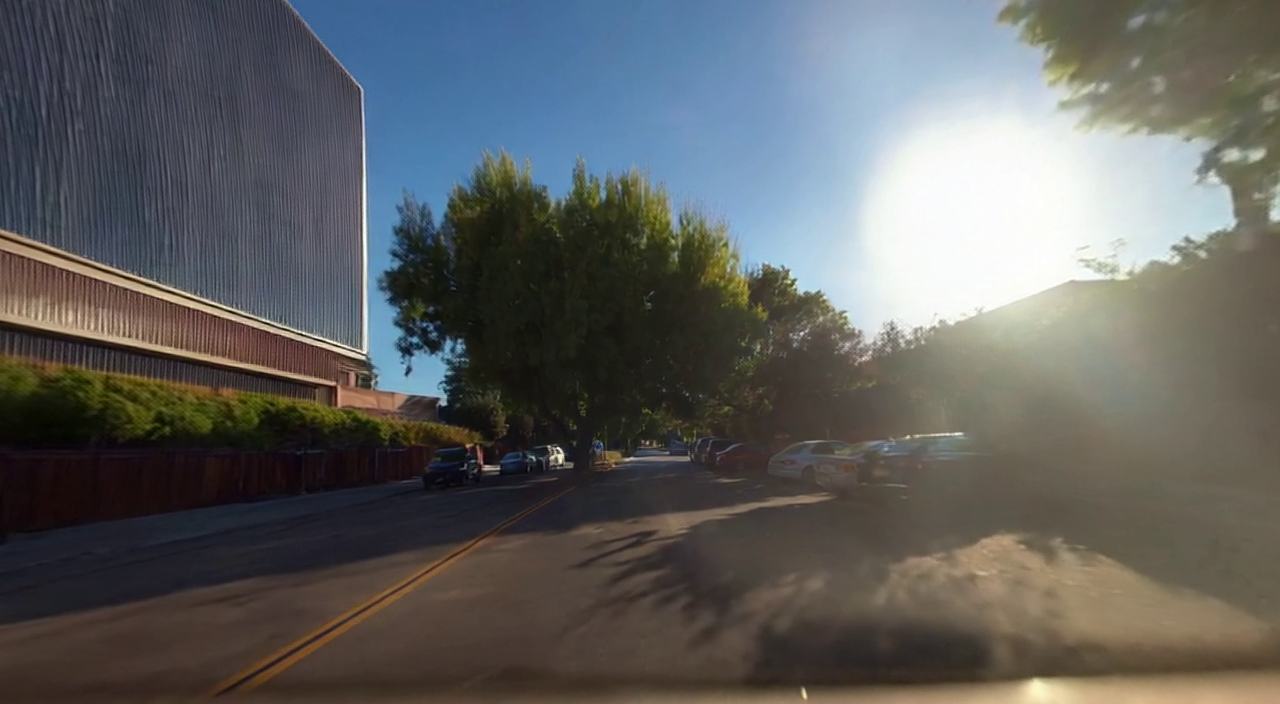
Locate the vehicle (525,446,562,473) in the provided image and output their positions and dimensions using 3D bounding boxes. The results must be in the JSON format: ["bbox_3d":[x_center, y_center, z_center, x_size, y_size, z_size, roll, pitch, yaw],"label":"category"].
[{"bbox_3d":[-7.324,8.157,48.367,1.957,1.693,4.588,-2,-6,1],"label":"vehicle"}]

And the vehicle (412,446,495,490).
[{"bbox_3d":[-7.798,4.852,26.900,2.172,1.707,4.273,0,-8,1],"label":"vehicle"}]

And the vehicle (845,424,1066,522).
[{"bbox_3d":[6.421,2.365,12.837,3.954,1.666,2.213,6,-10,-33],"label":"vehicle"}]

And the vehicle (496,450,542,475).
[{"bbox_3d":[-7.815,7.199,41.383,1.911,1.497,4.738,0,-8,2],"label":"vehicle"}]
